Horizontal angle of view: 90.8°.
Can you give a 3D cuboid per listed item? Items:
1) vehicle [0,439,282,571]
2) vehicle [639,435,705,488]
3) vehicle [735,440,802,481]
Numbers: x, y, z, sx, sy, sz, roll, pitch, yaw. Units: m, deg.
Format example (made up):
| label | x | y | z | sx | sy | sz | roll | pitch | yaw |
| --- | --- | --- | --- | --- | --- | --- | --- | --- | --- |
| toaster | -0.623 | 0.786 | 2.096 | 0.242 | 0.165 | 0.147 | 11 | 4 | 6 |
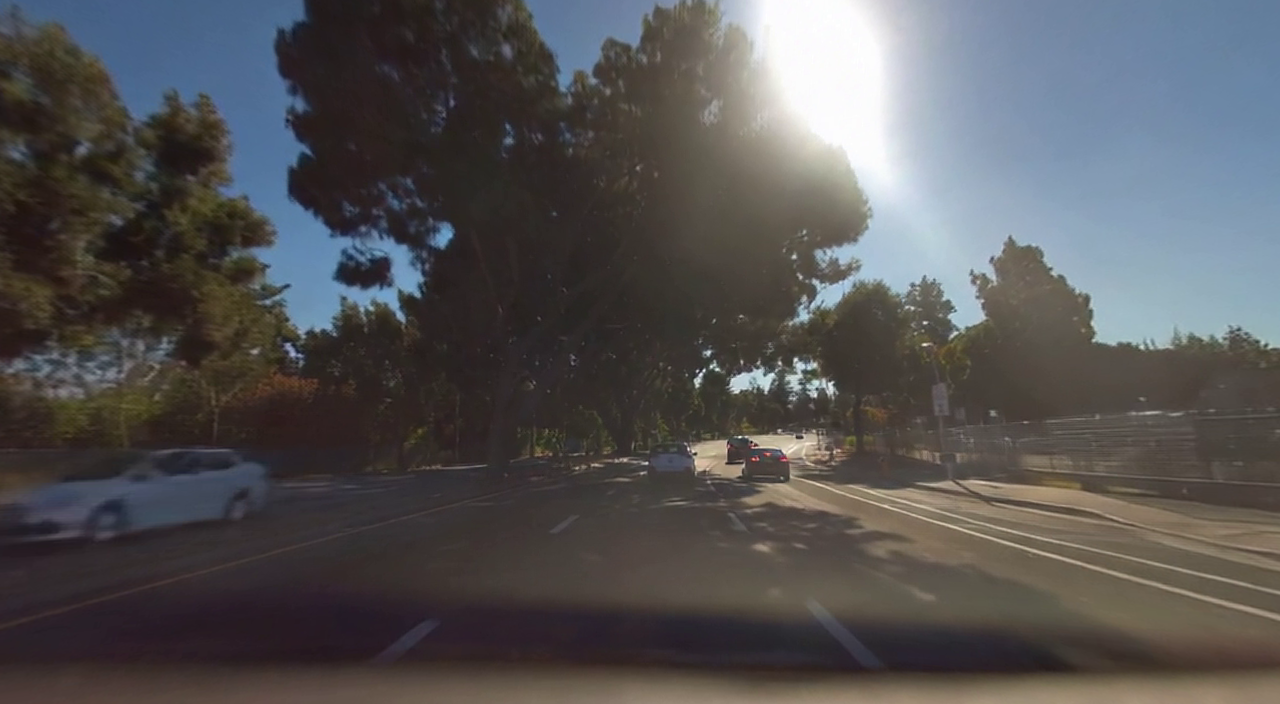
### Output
| label | x | y | z | sx | sy | sz | roll | pitch | yaw |
| --- | --- | --- | --- | --- | --- | --- | --- | --- | --- |
| vehicle | -7.748 | 2.083 | 9.483 | 1.933 | 1.472 | 4.482 | -1 | -9 | 3 |
| vehicle | 1.232 | 3.869 | 22.578 | 2.105 | 1.676 | 4.541 | -1 | -9 | 5 |
| vehicle | 5.077 | 4.350 | 25.548 | 2.147 | 1.474 | 4.083 | -1 | -9 | 4 |
